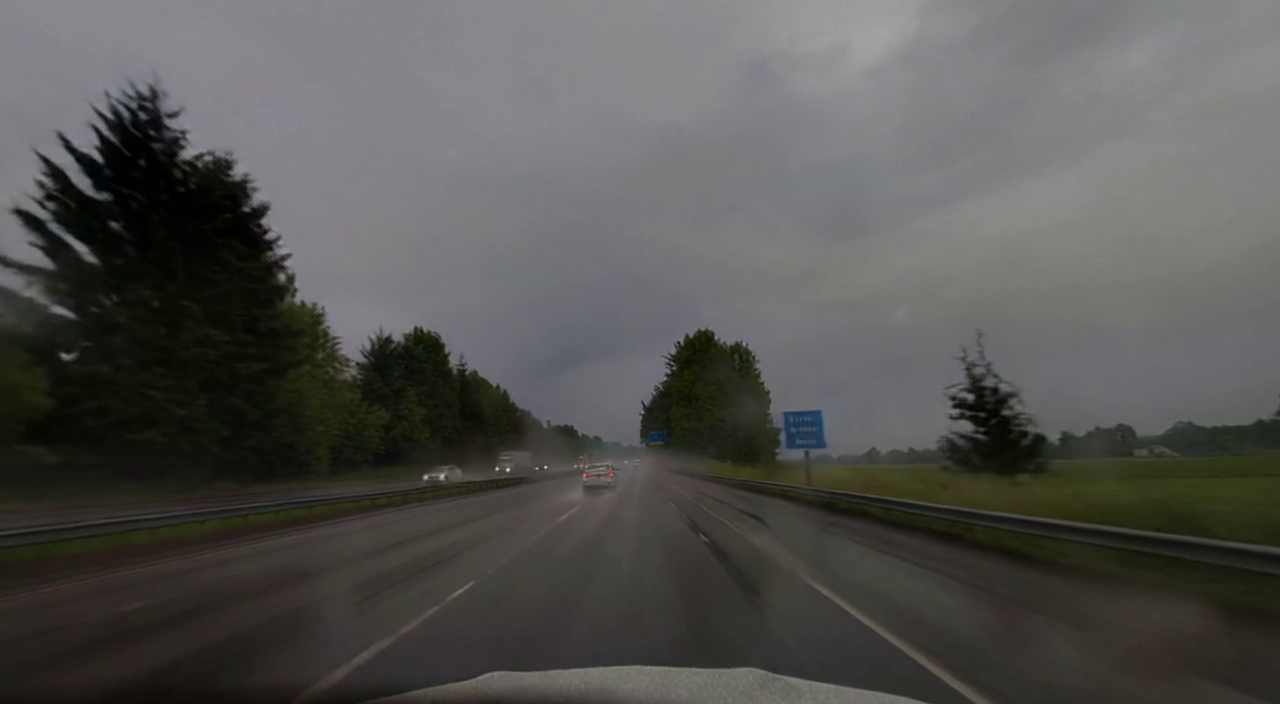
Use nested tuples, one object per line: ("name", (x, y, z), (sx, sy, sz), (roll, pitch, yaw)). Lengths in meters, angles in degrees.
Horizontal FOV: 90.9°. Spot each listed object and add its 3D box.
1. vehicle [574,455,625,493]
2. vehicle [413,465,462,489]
("vehicle", (-1.877, 5.895, 30.506), (2.104, 1.655, 4.039), (0, -10, 2))
("vehicle", (-12.839, 7.939, 40.230), (1.810, 1.418, 3.958), (1, -10, 0))
